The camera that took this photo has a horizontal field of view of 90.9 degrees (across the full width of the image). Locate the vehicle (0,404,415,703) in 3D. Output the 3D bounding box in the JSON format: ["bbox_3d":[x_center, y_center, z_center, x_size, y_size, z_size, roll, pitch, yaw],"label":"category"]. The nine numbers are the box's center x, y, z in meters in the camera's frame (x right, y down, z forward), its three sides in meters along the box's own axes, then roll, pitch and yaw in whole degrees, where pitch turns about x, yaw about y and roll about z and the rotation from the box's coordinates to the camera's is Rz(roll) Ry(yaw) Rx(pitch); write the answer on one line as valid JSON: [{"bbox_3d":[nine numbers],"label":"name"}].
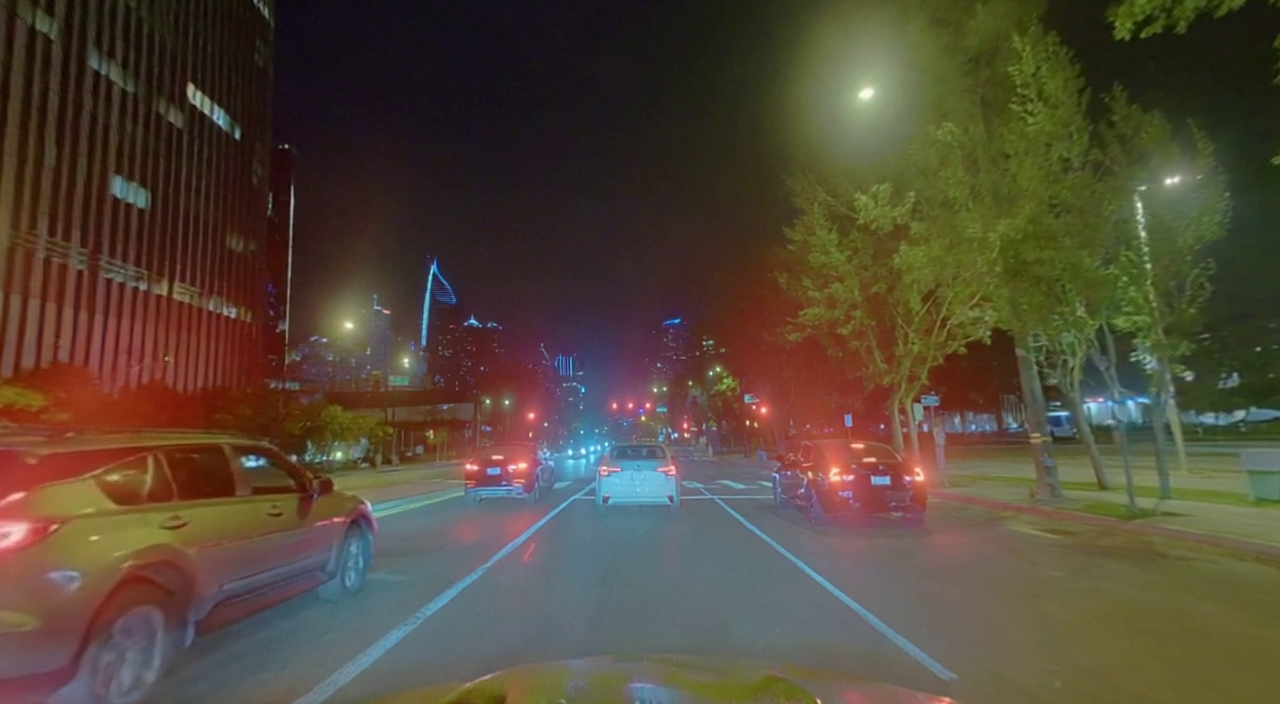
[{"bbox_3d":[-3.315,1.203,4.067,2.038,1.481,4.379,0,-8,1],"label":"vehicle"}]

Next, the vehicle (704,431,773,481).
[{"bbox_3d":[4.195,4.516,27.755,2.142,1.957,5.443,0,-8,0],"label":"vehicle"}]

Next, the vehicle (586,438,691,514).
[{"bbox_3d":[-0.091,2.769,14.620,2.101,1.480,3.929,0,-8,-2],"label":"vehicle"}]

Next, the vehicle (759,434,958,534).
[{"bbox_3d":[3.717,2.314,11.743,1.990,1.486,4.431,0,-8,-2],"label":"vehicle"}]

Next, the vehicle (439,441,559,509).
[{"bbox_3d":[-3.398,3.033,16.056,2.002,1.465,4.098,0,-8,2],"label":"vehicle"}]
